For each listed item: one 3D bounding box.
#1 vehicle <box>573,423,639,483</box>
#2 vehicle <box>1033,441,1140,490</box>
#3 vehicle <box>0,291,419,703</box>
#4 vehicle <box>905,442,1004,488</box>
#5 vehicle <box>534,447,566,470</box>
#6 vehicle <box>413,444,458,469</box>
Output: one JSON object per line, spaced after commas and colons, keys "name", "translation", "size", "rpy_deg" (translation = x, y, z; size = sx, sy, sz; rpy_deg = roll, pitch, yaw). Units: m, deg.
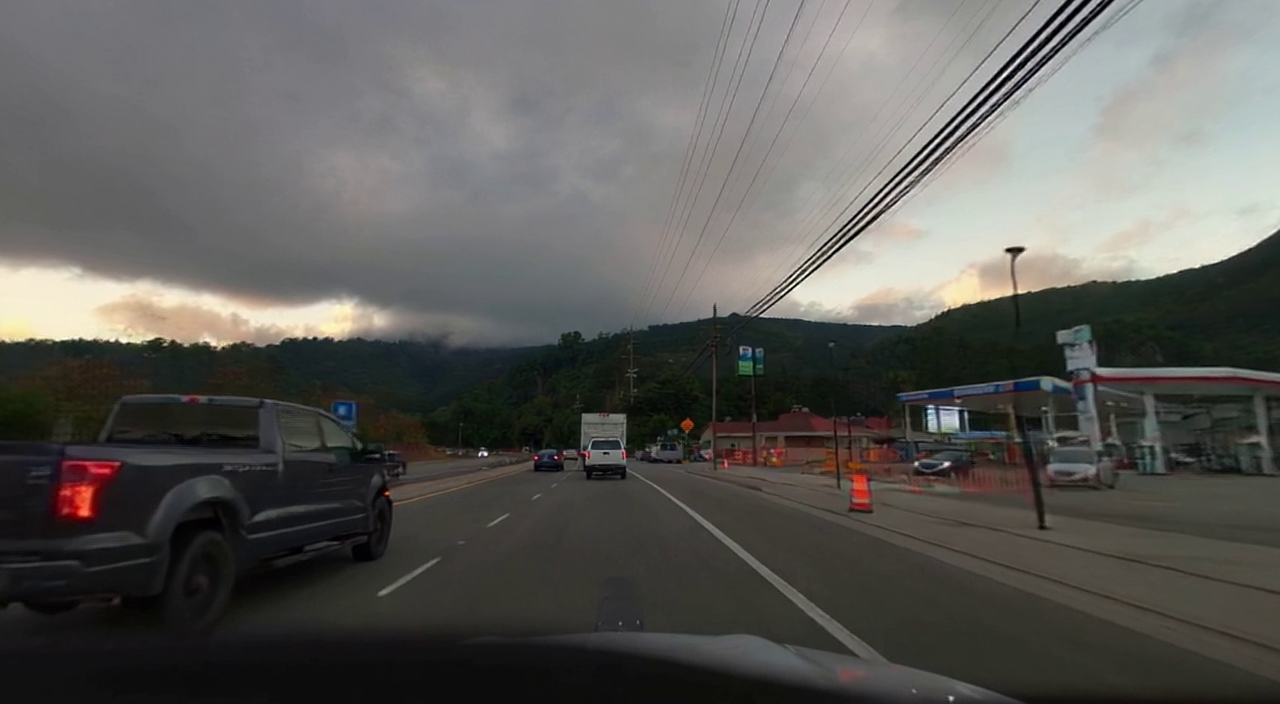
{"name": "vehicle", "translation": [-1.468, 4.251, 26.861], "size": [2.486, 2.280, 5.291], "rpy_deg": [1, -9, -4]}
{"name": "vehicle", "translation": [19.217, 4.793, 27.118], "size": [5.424, 1.844, 2.255], "rpy_deg": [7, -11, -39]}
{"name": "vehicle", "translation": [-4.054, 1.140, 5.473], "size": [2.345, 2.012, 5.693], "rpy_deg": [0, -9, -2]}
{"name": "vehicle", "translation": [14.450, 5.087, 28.886], "size": [5.331, 1.917, 2.166], "rpy_deg": [8, -11, -42]}
{"name": "vehicle", "translation": [-6.319, 7.504, 44.782], "size": [1.972, 1.496, 4.150], "rpy_deg": [1, -9, -5]}
{"name": "vehicle", "translation": [-15.739, 8.046, 48.862], "size": [2.202, 1.785, 4.684], "rpy_deg": [1, -9, -5]}
